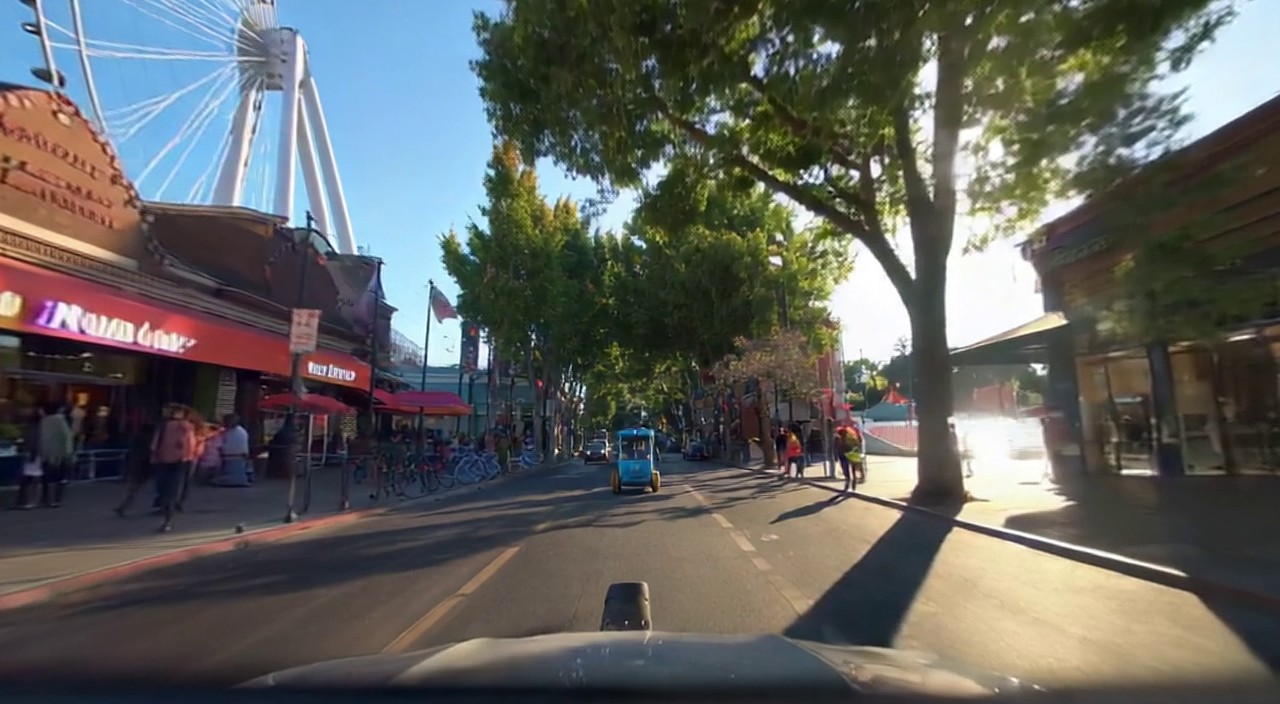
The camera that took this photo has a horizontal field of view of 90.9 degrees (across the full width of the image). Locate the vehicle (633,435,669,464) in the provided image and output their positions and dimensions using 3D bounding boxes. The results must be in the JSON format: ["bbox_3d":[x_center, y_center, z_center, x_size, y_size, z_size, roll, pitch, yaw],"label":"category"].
[{"bbox_3d":[0.706,6.447,41.621,2.221,1.773,4.228,0,-9,1],"label":"vehicle"}]
